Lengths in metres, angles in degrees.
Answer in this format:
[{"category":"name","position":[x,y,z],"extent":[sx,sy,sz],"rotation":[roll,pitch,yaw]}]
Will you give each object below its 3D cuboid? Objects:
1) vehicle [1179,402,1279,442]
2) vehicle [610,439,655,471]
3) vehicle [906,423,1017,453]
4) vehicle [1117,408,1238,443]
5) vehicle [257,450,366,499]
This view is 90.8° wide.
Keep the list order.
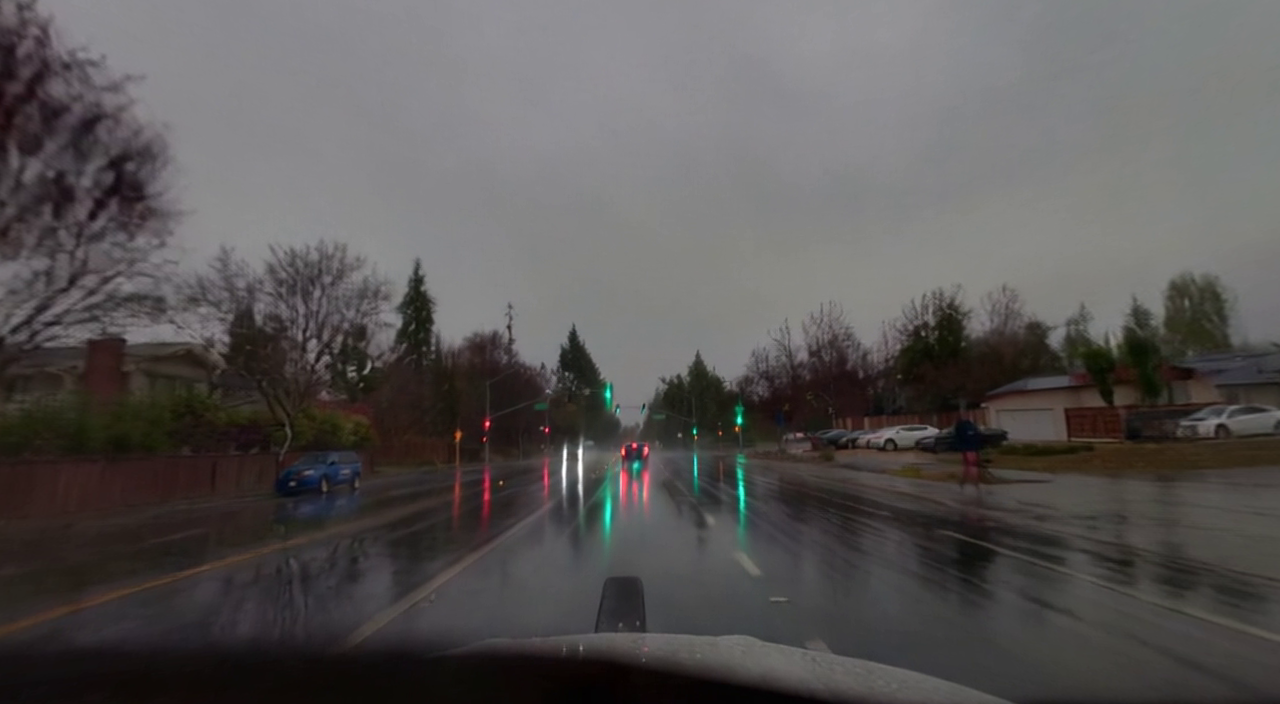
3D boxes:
[{"category":"vehicle","position":[27.532,3.177,28.349],"extent":[4.736,1.646,2.037],"rotation":[-1,-9,0]},{"category":"vehicle","position":[-0.350,5.127,31.602],"extent":[2.104,1.462,3.991],"rotation":[0,-9,0]},{"category":"vehicle","position":[16.740,4.520,33.054],"extent":[4.658,1.495,1.978],"rotation":[0,-9,-1]},{"category":"vehicle","position":[28.277,3.912,33.337],"extent":[4.532,1.545,1.940],"rotation":[-2,-9,-2]},{"category":"vehicle","position":[-13.008,4.835,25.411],"extent":[1.957,1.754,4.393],"rotation":[-1,-9,1]}]
